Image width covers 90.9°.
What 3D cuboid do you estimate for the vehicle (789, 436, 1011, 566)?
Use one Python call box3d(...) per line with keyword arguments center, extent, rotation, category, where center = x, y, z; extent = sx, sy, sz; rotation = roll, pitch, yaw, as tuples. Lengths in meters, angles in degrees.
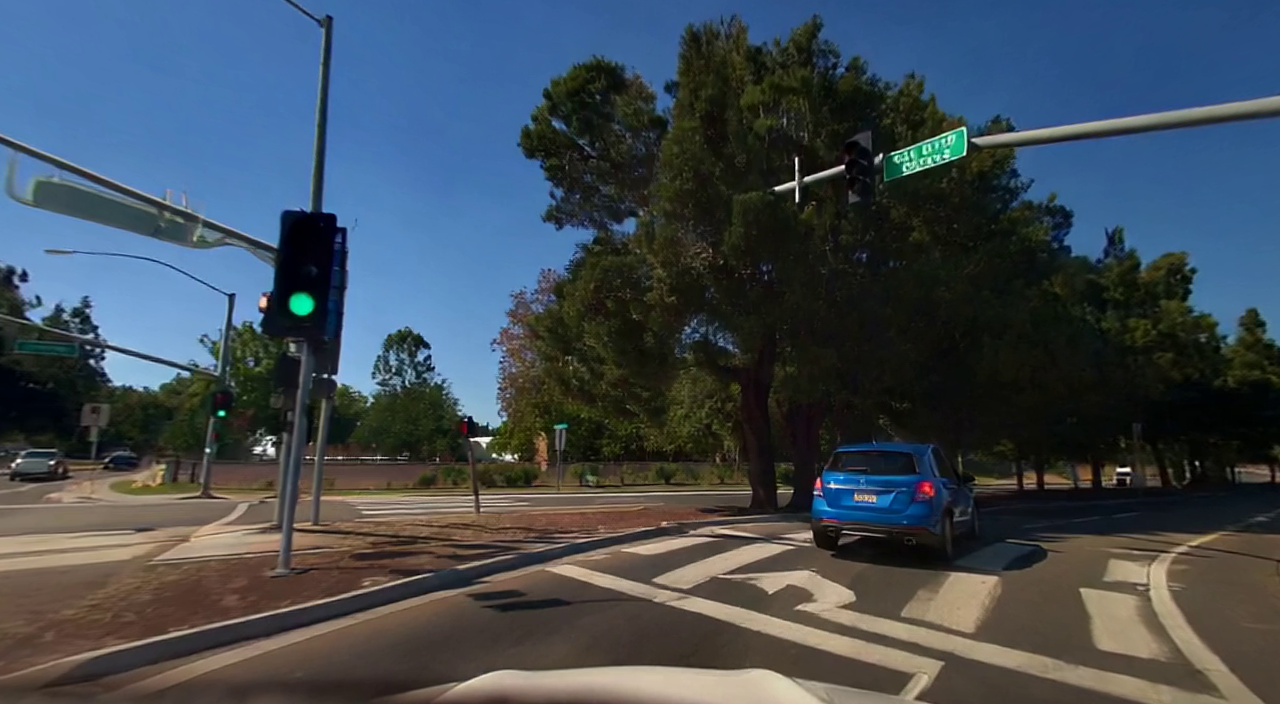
box3d(center=(4.200, 2.104, 9.809), extent=(2.148, 1.521, 4.089), rotation=(-7, -11, 36), category="vehicle")
